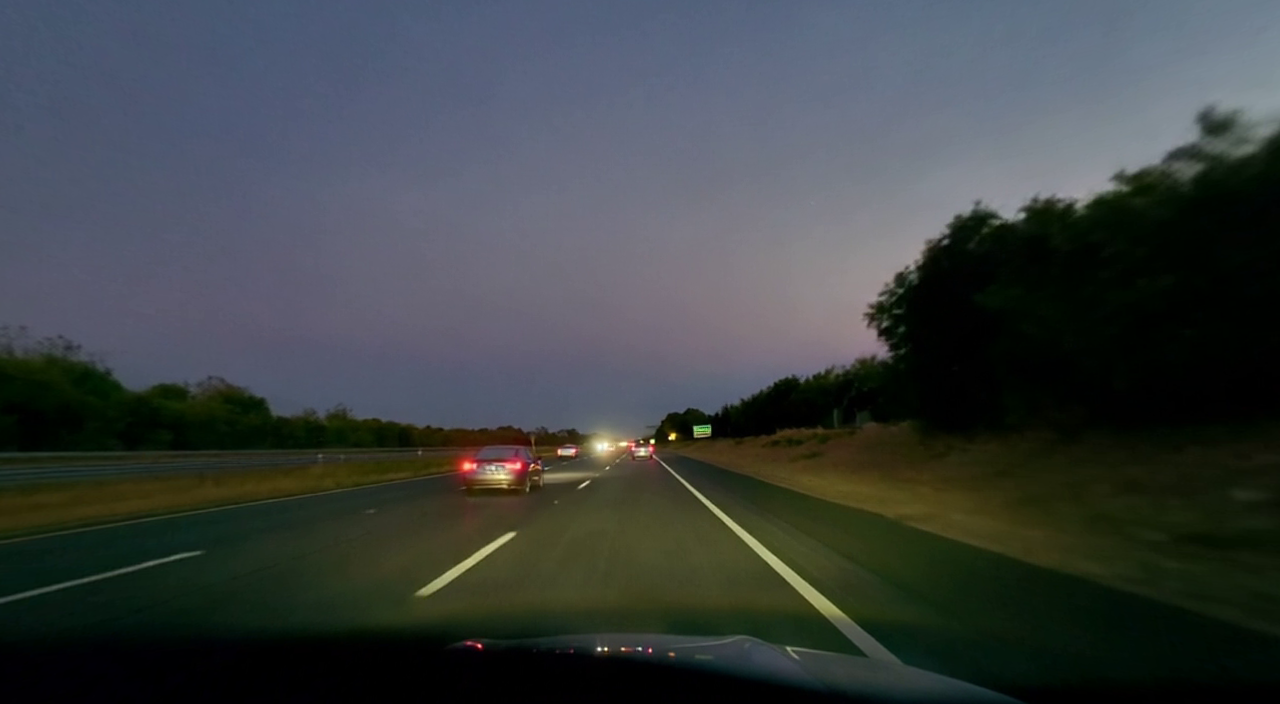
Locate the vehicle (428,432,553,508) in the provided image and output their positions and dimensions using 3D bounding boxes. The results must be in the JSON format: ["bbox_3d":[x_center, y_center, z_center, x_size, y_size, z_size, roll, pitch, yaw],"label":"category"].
[{"bbox_3d":[-3.604,2.923,16.120,2.028,1.634,4.441,0,-8,1],"label":"vehicle"}]

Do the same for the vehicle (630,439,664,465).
[{"bbox_3d":[0.448,7.096,44.800,2.259,1.697,4.106,0,-8,-1],"label":"vehicle"}]

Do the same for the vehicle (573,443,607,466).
[{"bbox_3d":[-3.485,7.202,44.435,2.066,1.497,4.253,0,-8,0],"label":"vehicle"}]
